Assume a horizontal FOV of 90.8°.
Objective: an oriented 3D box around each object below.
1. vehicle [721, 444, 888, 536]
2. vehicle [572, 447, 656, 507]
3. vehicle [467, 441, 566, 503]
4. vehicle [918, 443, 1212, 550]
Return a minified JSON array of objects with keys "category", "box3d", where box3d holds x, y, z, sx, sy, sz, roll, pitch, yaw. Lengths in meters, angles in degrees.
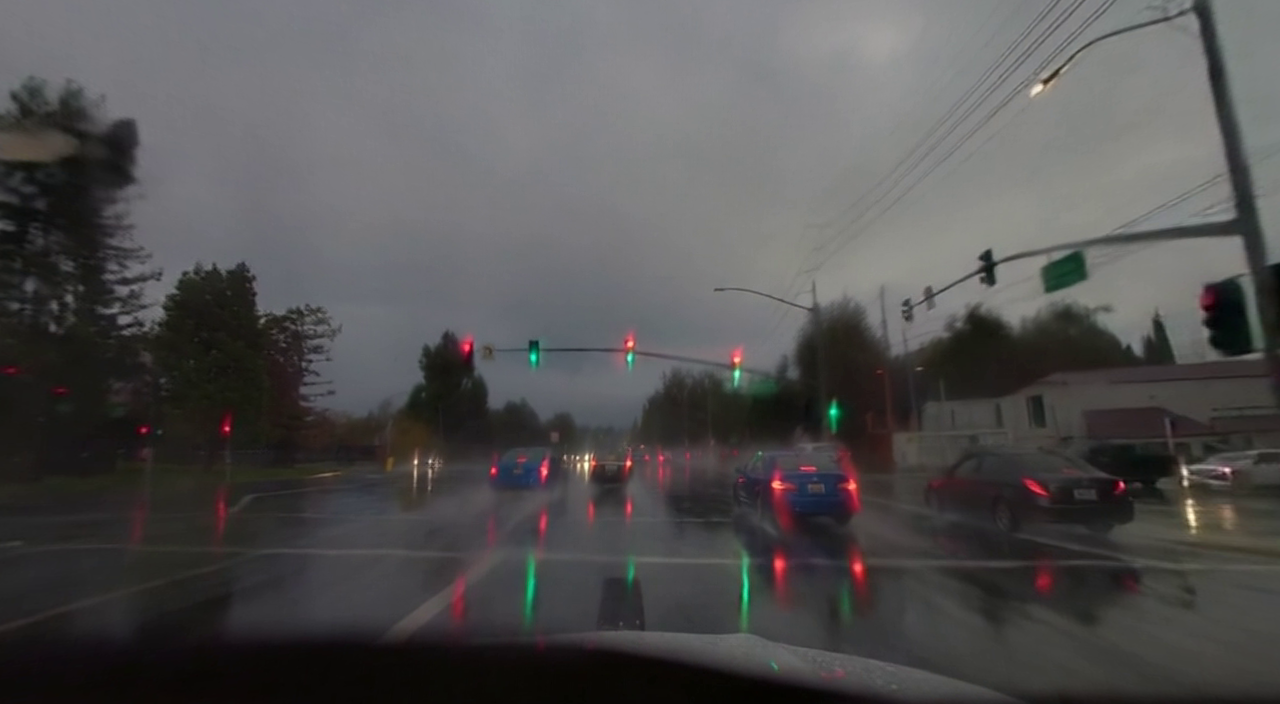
[{"category":"vehicle","box3d":[3.015,2.613,12.710,2.053,1.490,4.464,0,-8,-1]},{"category":"vehicle","box3d":[-0.668,3.434,17.854,2.065,1.464,4.216,0,-8,-1]},{"category":"vehicle","box3d":[-3.528,3.516,18.962,2.073,1.606,4.364,0,-8,0]},{"category":"vehicle","box3d":[6.900,2.340,11.044,2.004,1.455,4.417,0,-8,-1]}]
